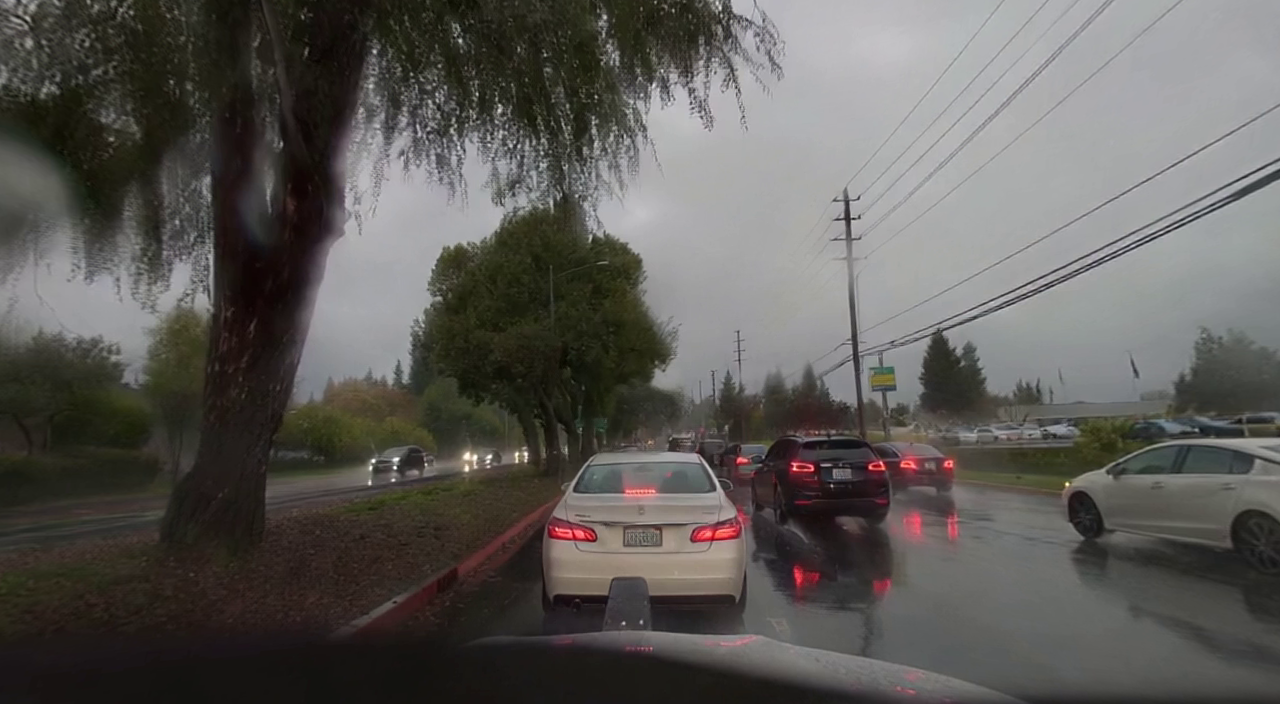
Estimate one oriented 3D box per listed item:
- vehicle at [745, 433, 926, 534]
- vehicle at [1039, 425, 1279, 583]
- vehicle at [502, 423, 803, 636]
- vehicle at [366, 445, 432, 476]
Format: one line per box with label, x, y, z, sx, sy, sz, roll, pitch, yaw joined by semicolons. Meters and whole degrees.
vehicle;3.334;2.312;11.745;1.979;1.504;4.156;0;-8;-1
vehicle;6.993;1.627;7.292;1.850;1.480;4.474;0;-8;1
vehicle;0.069;1.538;6.470;2.108;1.479;3.935;0;-8;-1
vehicle;-15.237;6.899;40.302;2.056;1.809;5.354;0;-8;0
